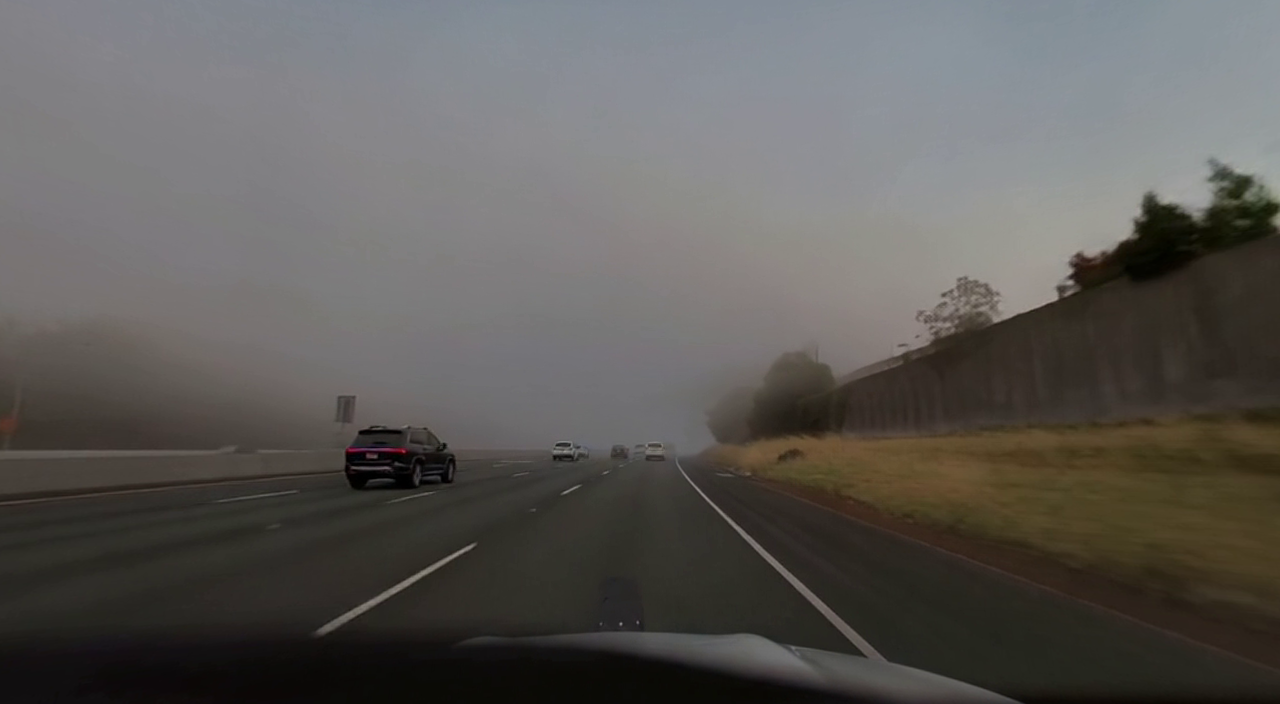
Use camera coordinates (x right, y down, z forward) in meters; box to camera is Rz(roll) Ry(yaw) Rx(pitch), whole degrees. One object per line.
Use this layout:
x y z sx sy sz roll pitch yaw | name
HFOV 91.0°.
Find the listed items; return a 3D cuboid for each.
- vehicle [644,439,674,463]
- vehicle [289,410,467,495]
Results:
1.420 7.359 46.815 2.141 1.706 4.065 0 -8 2 | vehicle
-6.955 2.787 17.680 2.438 1.967 5.596 0 -8 2 | vehicle
